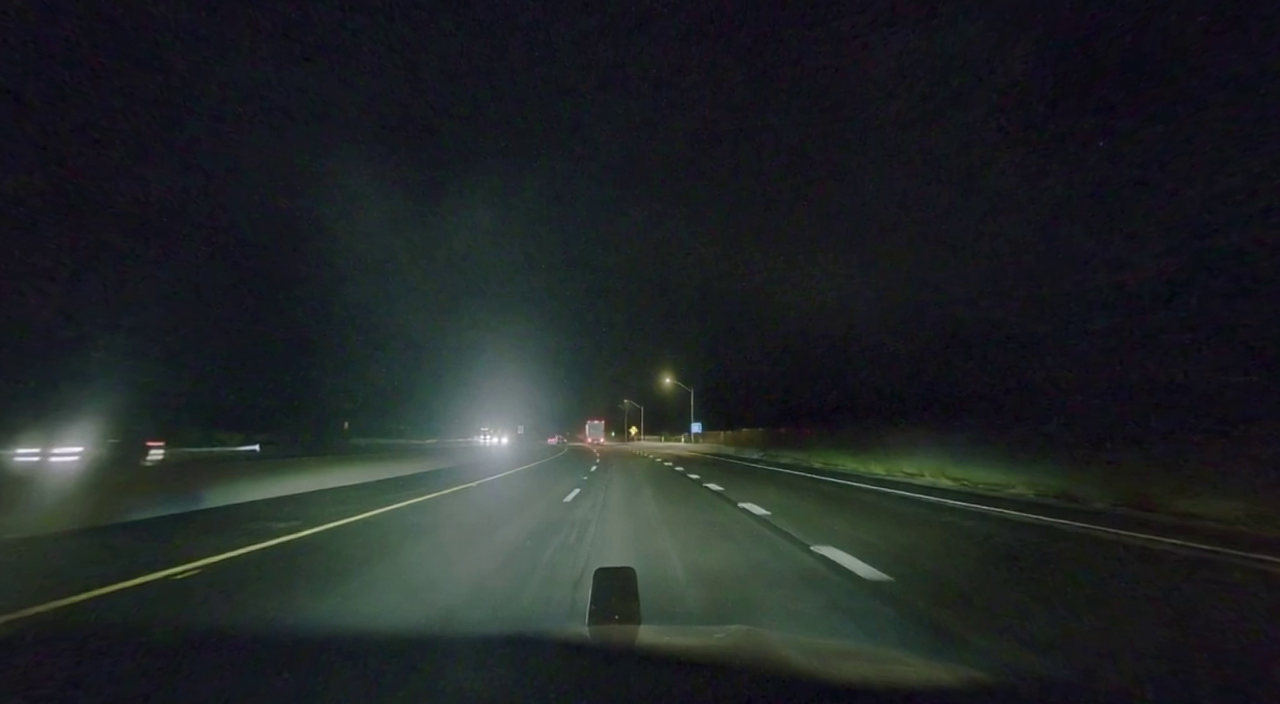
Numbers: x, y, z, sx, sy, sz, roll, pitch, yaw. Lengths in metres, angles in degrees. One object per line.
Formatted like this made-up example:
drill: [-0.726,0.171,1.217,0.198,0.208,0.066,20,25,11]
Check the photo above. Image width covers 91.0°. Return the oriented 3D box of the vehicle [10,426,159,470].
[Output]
vehicle: [-20.340,3.537,23.322,1.815,1.472,4.124,0,-8,-1]
